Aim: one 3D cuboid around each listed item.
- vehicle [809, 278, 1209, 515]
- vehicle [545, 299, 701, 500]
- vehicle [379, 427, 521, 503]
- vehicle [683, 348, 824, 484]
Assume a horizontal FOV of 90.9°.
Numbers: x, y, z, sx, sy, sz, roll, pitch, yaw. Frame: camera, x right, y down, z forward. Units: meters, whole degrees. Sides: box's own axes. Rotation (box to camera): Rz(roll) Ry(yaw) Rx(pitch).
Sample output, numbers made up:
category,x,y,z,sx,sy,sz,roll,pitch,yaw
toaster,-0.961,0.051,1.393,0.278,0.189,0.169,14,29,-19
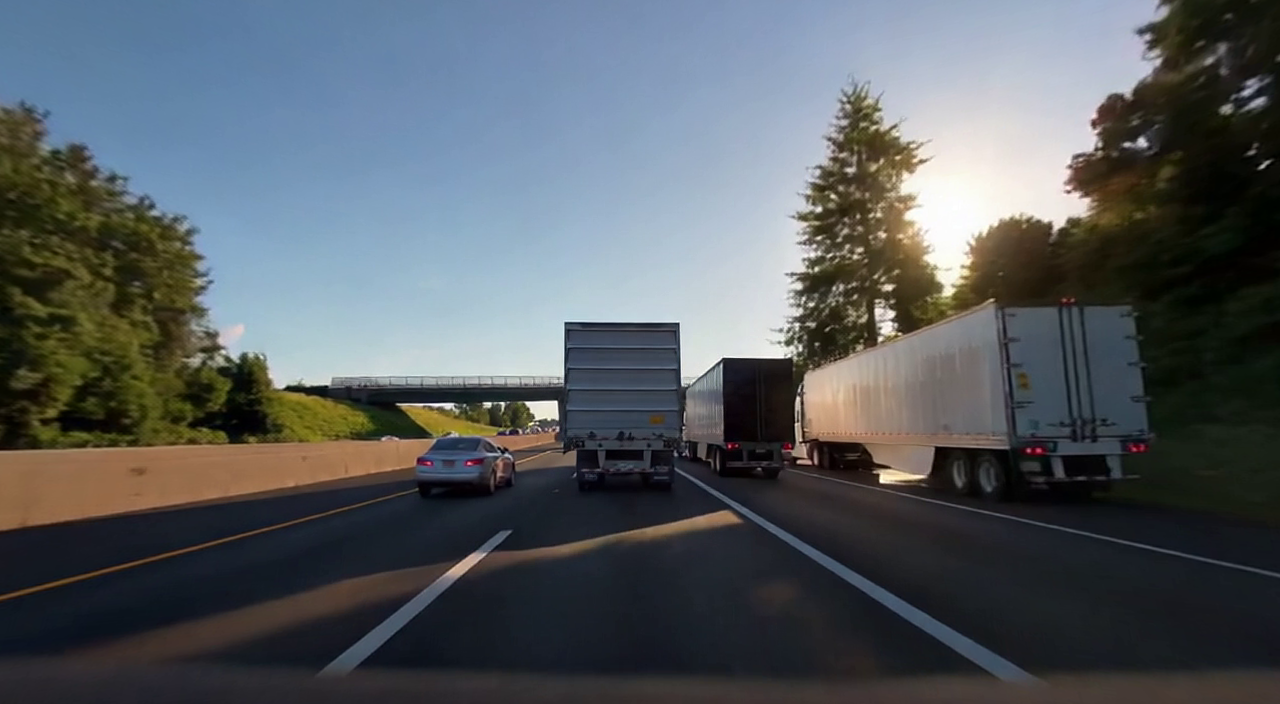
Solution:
category,x,y,z,sx,sy,sz,roll,pitch,yaw
vehicle,8.052,1.590,17.388,3.000,4.114,13.063,0,-8,-1
vehicle,-0.497,1.639,18.074,3.090,4.065,10.702,0,-8,-2
vehicle,-4.097,2.482,14.328,2.049,1.483,3.786,0,-8,0
vehicle,3.644,2.589,23.888,2.817,3.886,11.491,0,-8,-2
